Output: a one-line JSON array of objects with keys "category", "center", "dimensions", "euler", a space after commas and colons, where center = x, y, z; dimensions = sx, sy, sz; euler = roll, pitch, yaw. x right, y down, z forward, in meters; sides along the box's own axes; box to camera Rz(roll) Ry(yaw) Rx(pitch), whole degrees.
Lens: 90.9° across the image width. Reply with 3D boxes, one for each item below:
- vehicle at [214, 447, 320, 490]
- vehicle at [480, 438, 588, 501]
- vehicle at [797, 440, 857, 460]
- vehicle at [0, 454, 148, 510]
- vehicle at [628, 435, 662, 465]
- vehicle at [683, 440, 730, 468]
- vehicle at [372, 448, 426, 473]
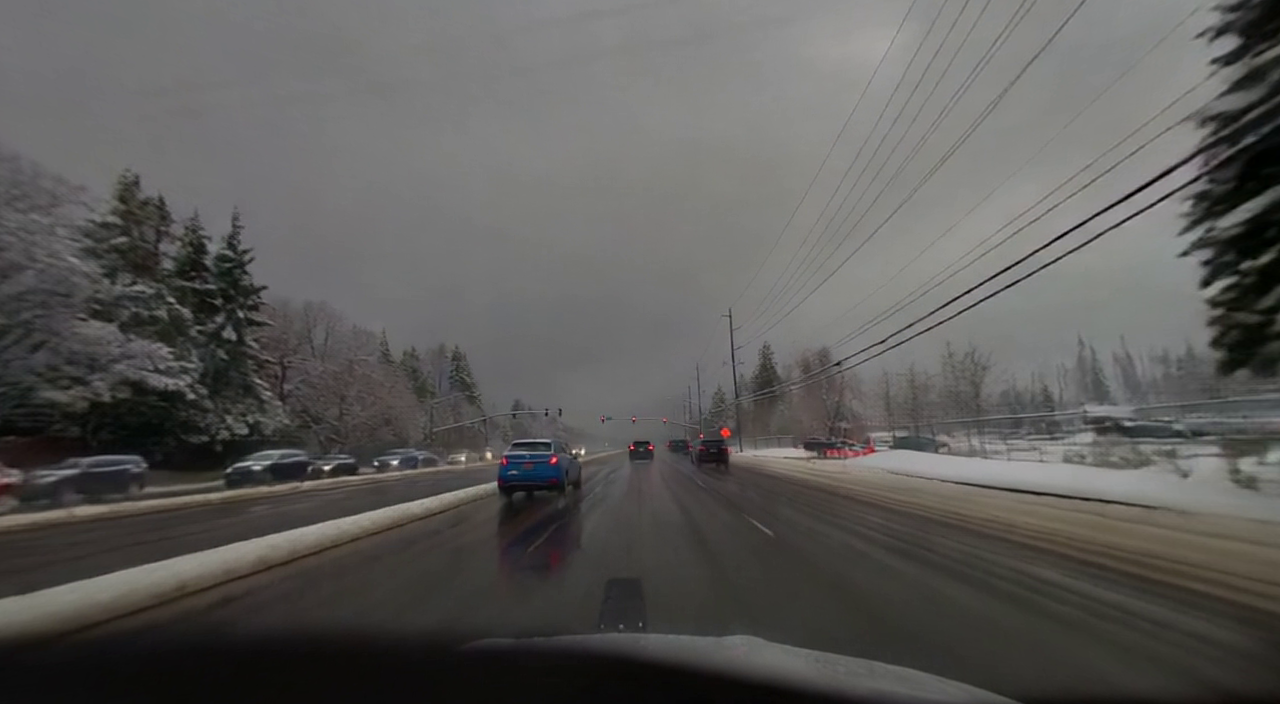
[{"category": "vehicle", "center": [-16.815, 5.241, 28.781], "dimensions": [2.025, 1.712, 4.578], "euler": [-1, -8, 0]}, {"category": "vehicle", "center": [-2.770, 3.211, 17.759], "dimensions": [2.087, 1.480, 4.825], "euler": [-1, -8, 2]}, {"category": "vehicle", "center": [14.694, 7.652, 49.409], "dimensions": [4.677, 1.466, 1.928], "euler": [5, -10, -34]}, {"category": "vehicle", "center": [-20.110, 4.499, 22.282], "dimensions": [1.854, 1.685, 4.496], "euler": [0, -8, -2]}, {"category": "vehicle", "center": [0.333, 6.381, 41.080], "dimensions": [2.060, 1.845, 4.151], "euler": [-1, -8, 1]}, {"category": "vehicle", "center": [3.680, 5.760, 35.858], "dimensions": [2.142, 1.475, 4.565], "euler": [0, -8, 0]}, {"category": "vehicle", "center": [-17.292, 7.795, 45.488], "dimensions": [2.036, 1.649, 4.493], "euler": [-1, -8, 1]}]
